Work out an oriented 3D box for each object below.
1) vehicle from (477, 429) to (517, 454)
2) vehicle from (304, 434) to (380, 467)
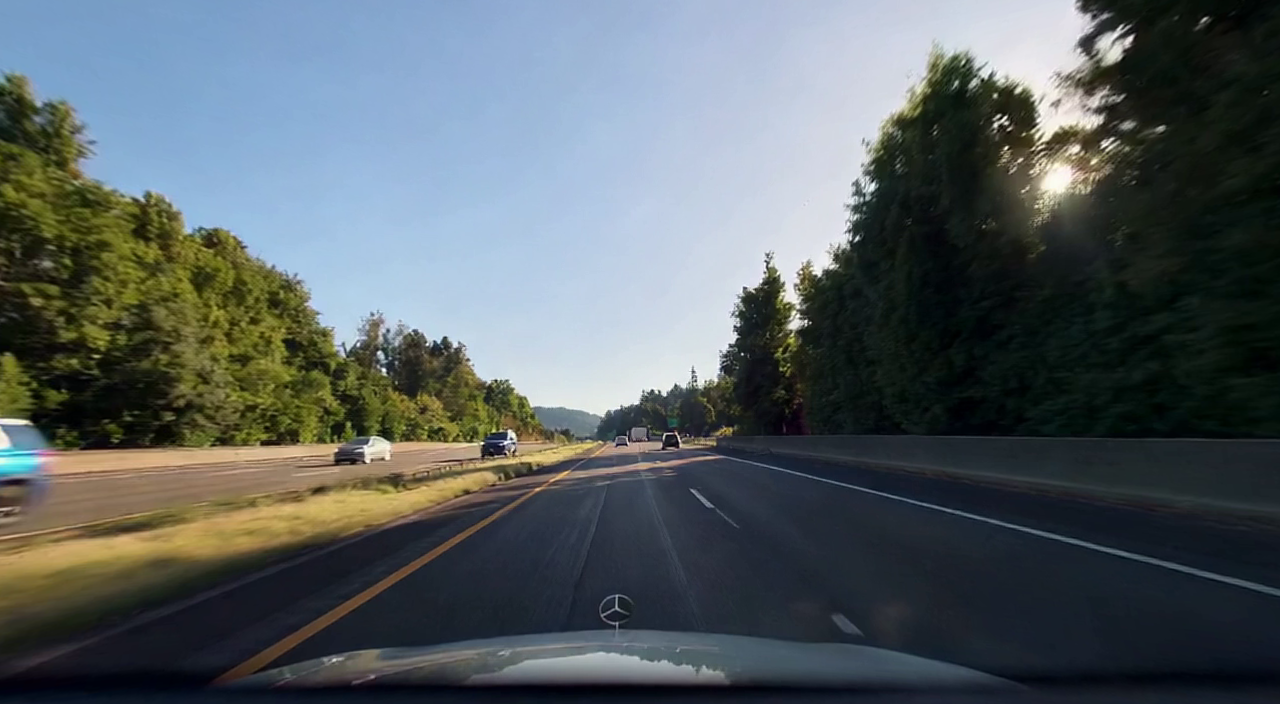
[{"bbox_3d":[-10.210,6.399,45.227,1.997,1.729,4.143,0,-8,-1],"label":"vehicle"},{"bbox_3d":[-14.607,4.820,31.190,1.836,1.477,4.096,0,-8,-1],"label":"vehicle"}]
